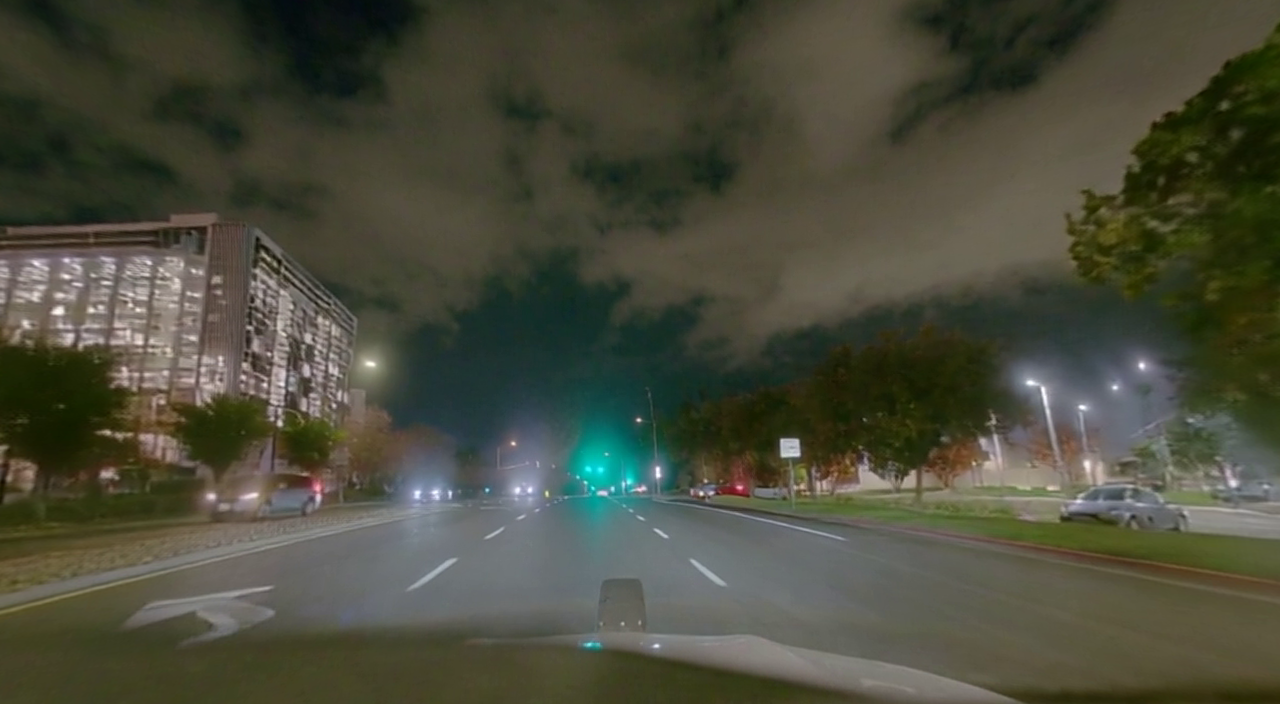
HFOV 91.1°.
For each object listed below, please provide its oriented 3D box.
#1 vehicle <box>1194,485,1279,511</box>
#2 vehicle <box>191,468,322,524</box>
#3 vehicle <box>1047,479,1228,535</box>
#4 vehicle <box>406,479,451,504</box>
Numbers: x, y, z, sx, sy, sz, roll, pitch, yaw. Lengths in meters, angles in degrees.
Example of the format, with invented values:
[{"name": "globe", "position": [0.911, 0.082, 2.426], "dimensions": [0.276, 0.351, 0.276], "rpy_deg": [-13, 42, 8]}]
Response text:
[{"name": "vehicle", "position": [43.181, 10.502, 45.415], "dimensions": [1.803, 1.498, 4.568], "rpy_deg": [1, -9, -3]}, {"name": "vehicle", "position": [-13.214, 4.948, 21.998], "dimensions": [2.060, 1.618, 4.203], "rpy_deg": [1, -9, -3]}, {"name": "vehicle", "position": [15.603, 4.919, 19.867], "dimensions": [4.030, 1.483, 1.859], "rpy_deg": [-2, -15, -3]}, {"name": "vehicle", "position": [-15.400, 10.139, 45.913], "dimensions": [1.941, 1.511, 4.348], "rpy_deg": [1, -9, -3]}]
